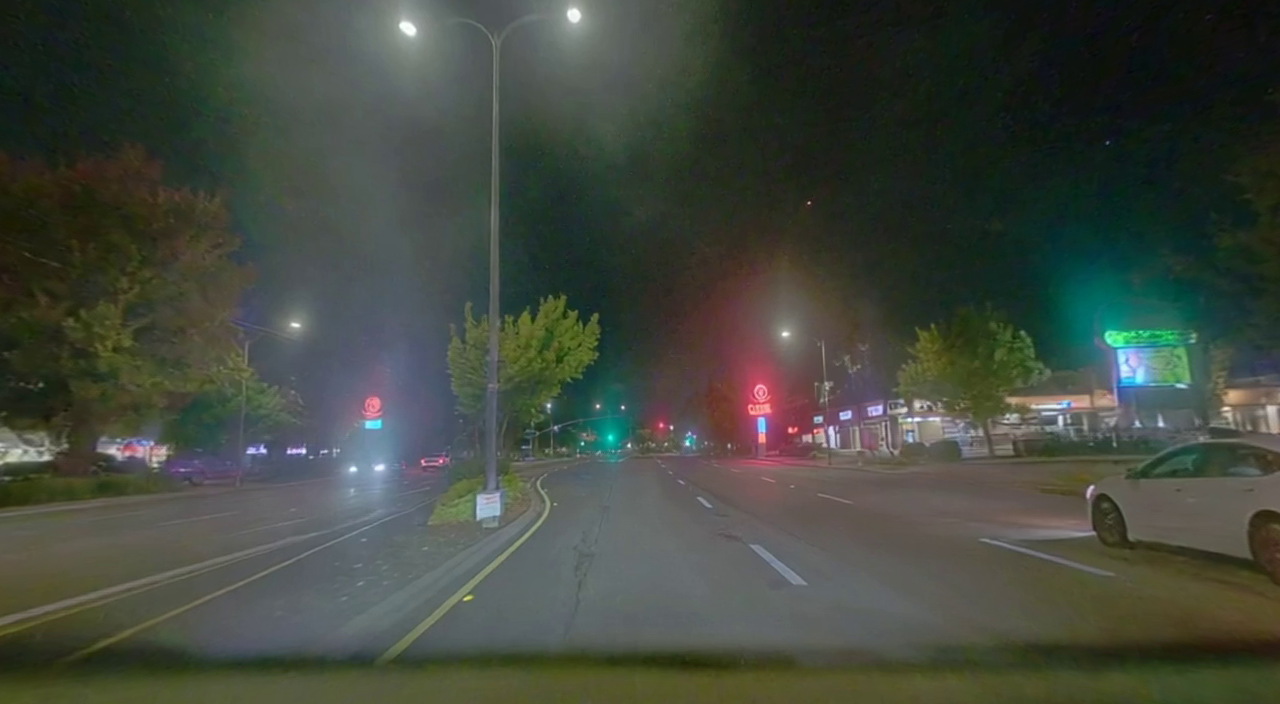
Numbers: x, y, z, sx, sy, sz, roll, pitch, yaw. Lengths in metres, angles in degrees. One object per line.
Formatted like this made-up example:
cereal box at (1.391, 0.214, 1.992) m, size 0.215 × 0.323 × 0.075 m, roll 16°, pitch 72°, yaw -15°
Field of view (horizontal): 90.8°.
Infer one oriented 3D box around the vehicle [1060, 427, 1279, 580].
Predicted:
vehicle at (7.132, 1.599, 7.019) m, size 1.936 × 1.460 × 4.258 m, roll 0°, pitch -8°, yaw -1°

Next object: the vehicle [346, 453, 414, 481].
vehicle at (-15.040, 6.653, 36.848) m, size 2.001 × 1.485 × 4.469 m, roll -1°, pitch -8°, yaw 2°

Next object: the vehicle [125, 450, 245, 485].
vehicle at (-27.932, 7.082, 39.002) m, size 5.702 × 1.985 × 2.175 m, roll 7°, pitch -12°, yaw -35°
